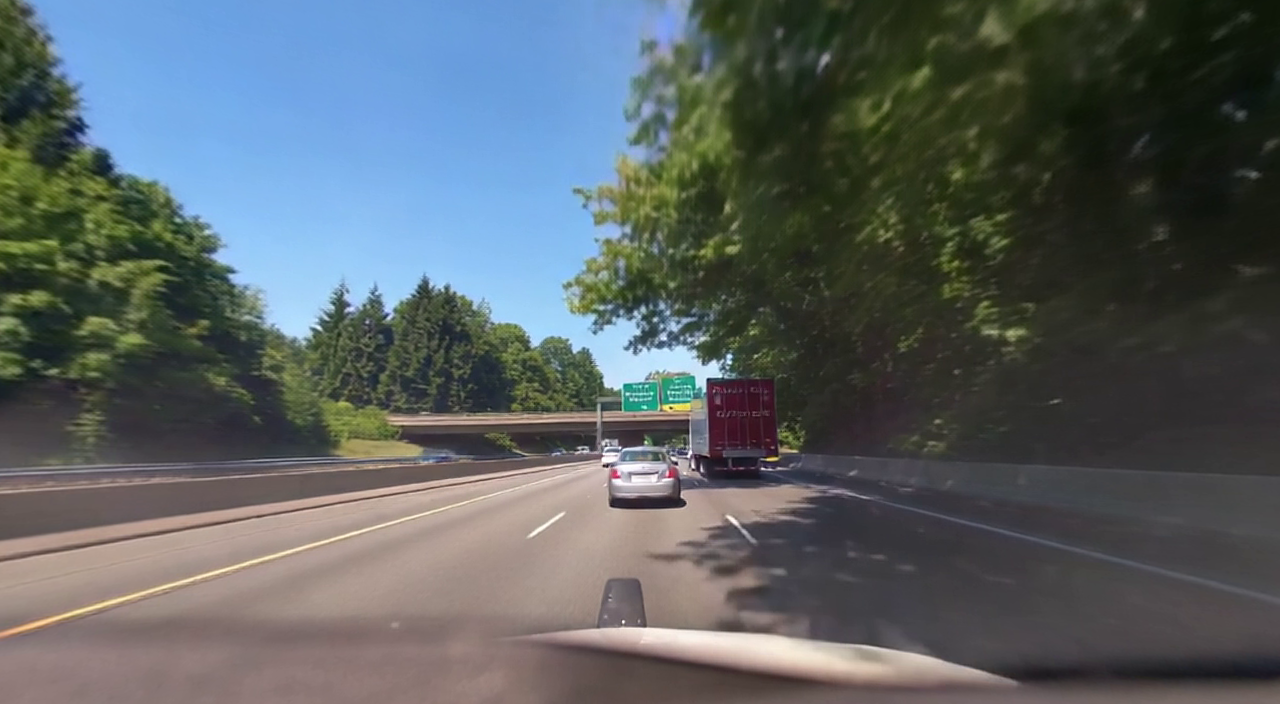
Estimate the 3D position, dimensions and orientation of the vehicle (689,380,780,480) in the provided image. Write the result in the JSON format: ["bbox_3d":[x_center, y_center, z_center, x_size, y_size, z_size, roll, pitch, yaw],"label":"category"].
[{"bbox_3d":[4.344,4.250,32.480,2.960,4.018,13.834,0,-9,2],"label":"vehicle"}]

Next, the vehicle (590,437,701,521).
[{"bbox_3d":[0.135,2.714,14.005,2.039,1.532,4.610,0,-9,1],"label":"vehicle"}]
